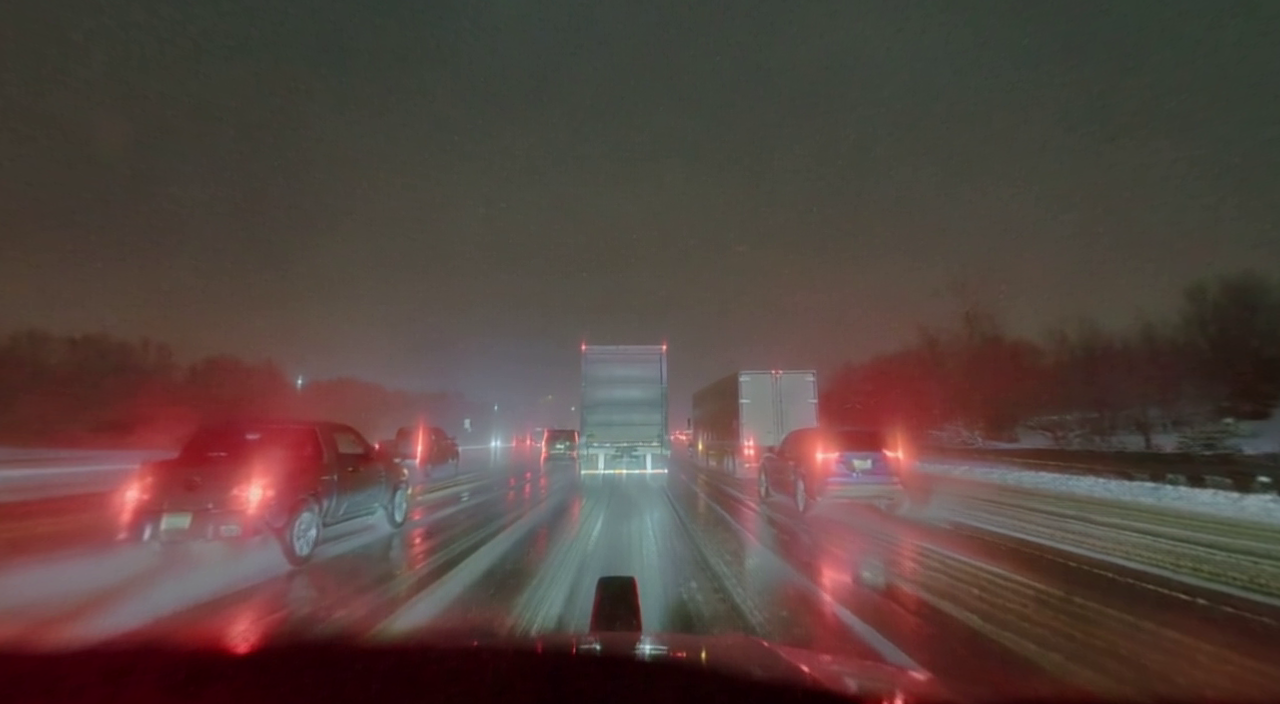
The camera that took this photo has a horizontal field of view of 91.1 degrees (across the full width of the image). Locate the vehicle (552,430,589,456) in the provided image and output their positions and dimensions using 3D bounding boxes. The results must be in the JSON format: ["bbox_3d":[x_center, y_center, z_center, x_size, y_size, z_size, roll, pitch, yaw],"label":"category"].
[{"bbox_3d":[-4.557,6.065,41.854,1.986,1.612,4.155,0,-8,0],"label":"vehicle"}]

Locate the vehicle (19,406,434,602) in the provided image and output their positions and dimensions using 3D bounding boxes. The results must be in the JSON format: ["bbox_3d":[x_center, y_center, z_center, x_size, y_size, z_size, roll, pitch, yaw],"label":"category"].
[{"bbox_3d":[-3.828,1.430,6.817,1.882,1.493,3.828,0,-8,0],"label":"vehicle"}]

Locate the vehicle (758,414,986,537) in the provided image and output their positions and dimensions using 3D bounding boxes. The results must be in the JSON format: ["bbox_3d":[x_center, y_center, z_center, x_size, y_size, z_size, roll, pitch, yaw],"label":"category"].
[{"bbox_3d":[3.270,1.810,9.889,1.976,1.513,4.065,0,-8,-1],"label":"vehicle"}]

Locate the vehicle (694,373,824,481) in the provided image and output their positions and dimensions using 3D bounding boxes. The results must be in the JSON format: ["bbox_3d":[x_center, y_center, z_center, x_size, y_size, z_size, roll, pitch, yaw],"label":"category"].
[{"bbox_3d":[4.939,3.786,30.030,2.863,3.936,14.058,0,-9,-3],"label":"vehicle"}]

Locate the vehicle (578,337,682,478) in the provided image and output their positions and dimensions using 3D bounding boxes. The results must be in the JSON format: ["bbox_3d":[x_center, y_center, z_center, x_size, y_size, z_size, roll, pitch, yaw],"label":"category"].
[{"bbox_3d":[-0.421,2.223,22.953,2.938,4.033,9.980,0,-8,-2],"label":"vehicle"}]

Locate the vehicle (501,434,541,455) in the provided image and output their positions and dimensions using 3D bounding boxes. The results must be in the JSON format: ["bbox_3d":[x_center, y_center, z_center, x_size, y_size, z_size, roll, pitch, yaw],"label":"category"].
[{"bbox_3d":[-8.529,6.666,45.491,2.019,1.471,4.347,0,-8,0],"label":"vehicle"}]

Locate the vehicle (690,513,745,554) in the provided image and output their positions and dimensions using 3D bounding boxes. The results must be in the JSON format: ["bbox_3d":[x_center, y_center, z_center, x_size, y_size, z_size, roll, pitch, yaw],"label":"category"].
[{"bbox_3d":[4.577,10.833,37.697,2.835,2.000,2.696,0,-7,-2],"label":"vehicle"}]
